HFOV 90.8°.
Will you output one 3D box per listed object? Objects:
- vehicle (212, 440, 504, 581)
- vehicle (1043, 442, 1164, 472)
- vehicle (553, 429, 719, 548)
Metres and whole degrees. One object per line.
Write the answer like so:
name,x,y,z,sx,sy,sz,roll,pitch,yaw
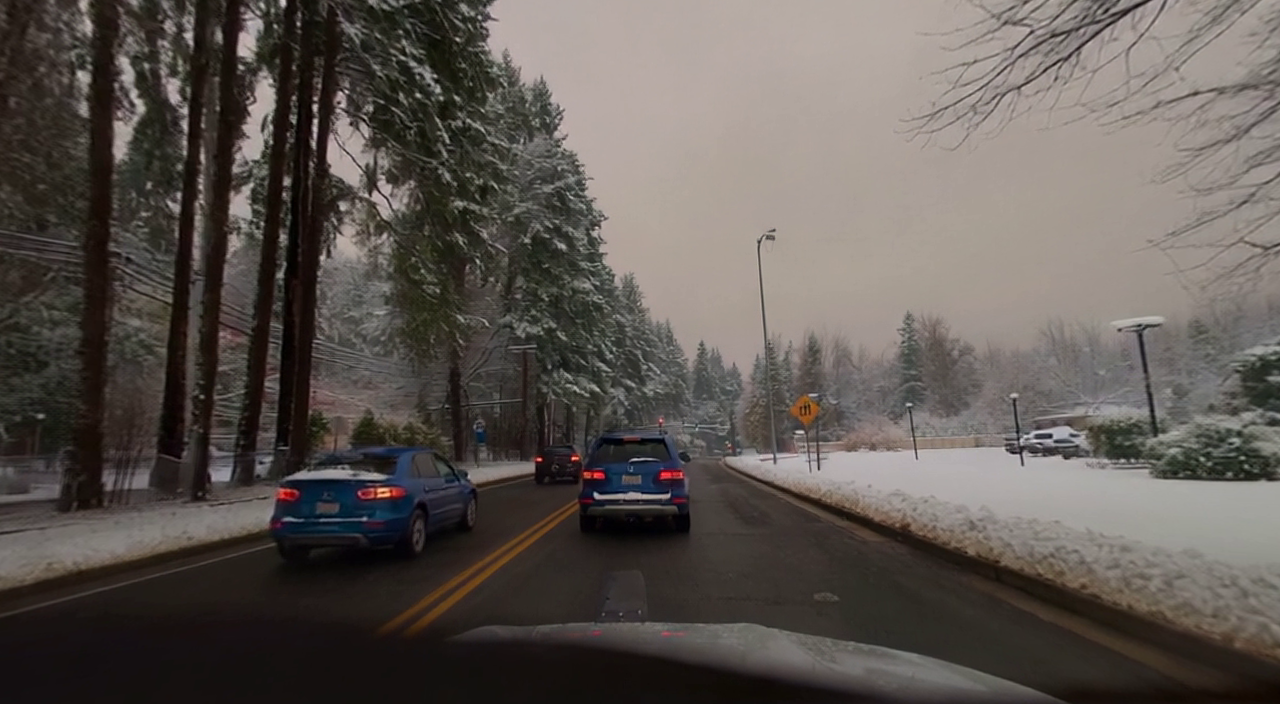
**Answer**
vehicle,-3.463,1.998,8.914,1.922,1.464,4.424,0,-8,2
vehicle,28.282,6.404,38.637,5.955,1.702,2.166,1,-8,-6
vehicle,-0.035,2.144,10.557,2.229,1.591,3.897,0,-8,1
